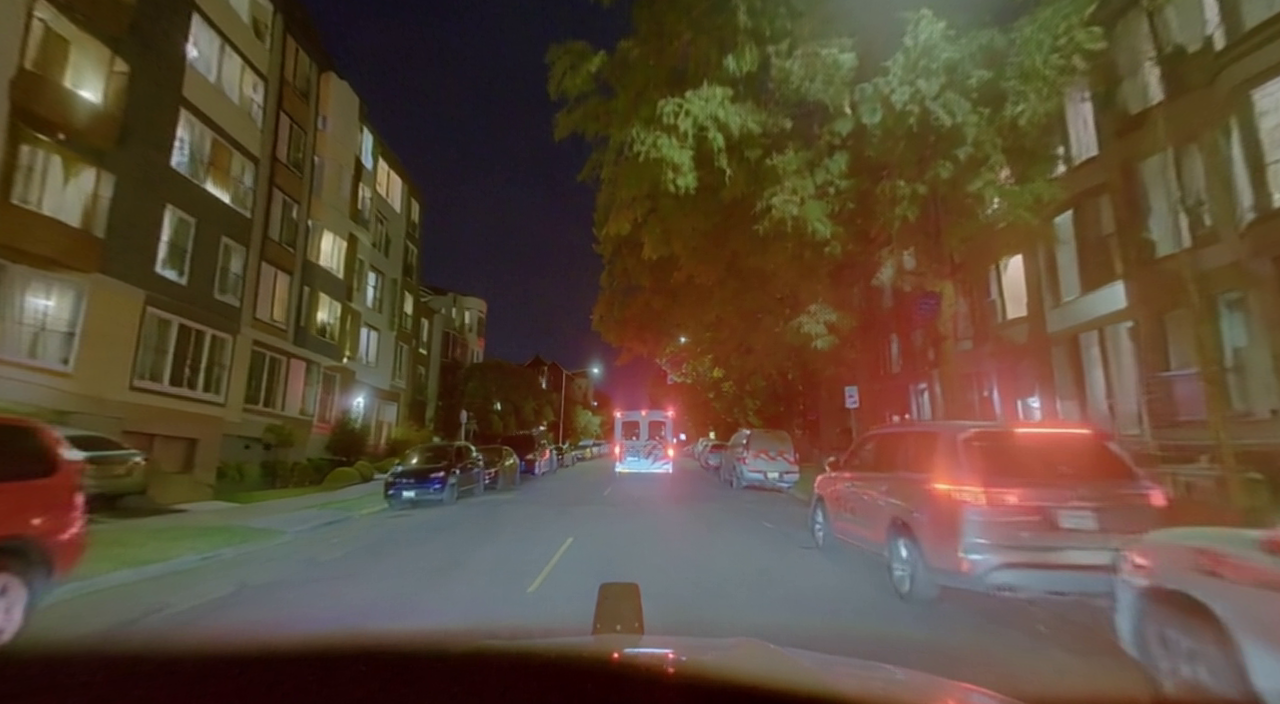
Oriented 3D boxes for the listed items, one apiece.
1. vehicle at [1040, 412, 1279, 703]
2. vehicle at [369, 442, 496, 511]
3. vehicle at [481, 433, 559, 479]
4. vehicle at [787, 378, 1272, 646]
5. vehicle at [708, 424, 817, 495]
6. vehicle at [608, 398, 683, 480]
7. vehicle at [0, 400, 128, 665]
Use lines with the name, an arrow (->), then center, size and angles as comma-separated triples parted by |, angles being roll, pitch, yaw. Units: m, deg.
vehicle -> 3.395, 0.868, 1.627 | 1.876, 1.491, 4.507 | 0, -8, 2
vehicle -> -5.412, 3.254, 17.193 | 1.967, 1.492, 4.781 | -3, -8, -2
vehicle -> -5.311, 4.691, 28.842 | 2.326, 1.774, 5.757 | -2, -8, 1
vehicle -> 3.306, 1.474, 6.974 | 2.152, 1.868, 4.976 | 0, -8, 0
vehicle -> 3.540, 3.248, 19.495 | 2.232, 1.860, 5.593 | 0, -8, 0
vehicle -> 0.164, 3.763, 27.269 | 2.754, 3.008, 7.730 | 0, -8, 0
vehicle -> -5.237, 1.030, 3.008 | 1.923, 1.755, 4.316 | 0, -8, 0
